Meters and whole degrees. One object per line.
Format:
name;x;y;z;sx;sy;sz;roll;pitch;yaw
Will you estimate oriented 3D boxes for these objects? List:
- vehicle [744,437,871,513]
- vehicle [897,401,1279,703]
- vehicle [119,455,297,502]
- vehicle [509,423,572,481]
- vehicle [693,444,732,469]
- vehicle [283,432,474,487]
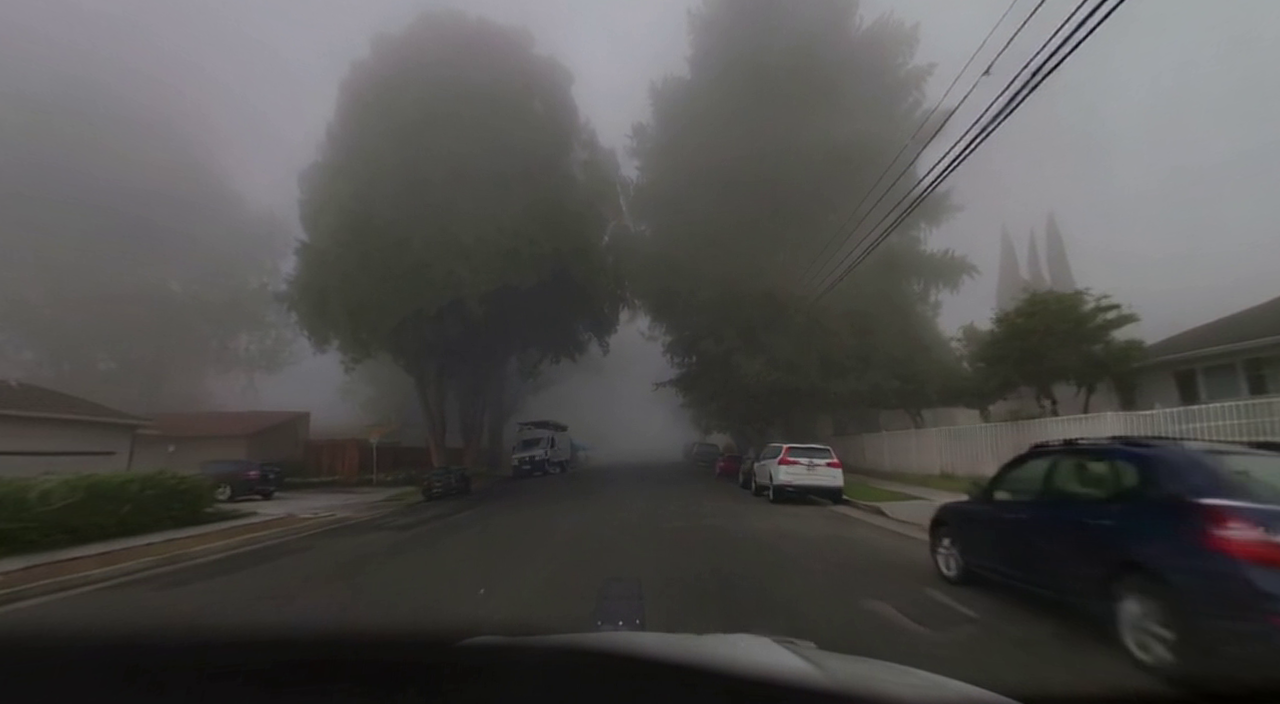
vehicle;3.826;2.882;15.384;1.970;1.530;4.899;0;-9;3
vehicle;3.569;1.246;4.525;1.903;1.500;4.057;0;-9;3
vehicle;-14.572;4.260;21.521;4.565;1.489;1.950;0;-9;-1
vehicle;-5.528;5.625;35.897;2.313;2.875;6.057;-4;-8;2
vehicle;4.806;6.981;42.323;2.016;1.544;4.645;0;-9;0
vehicle;-10.350;4.319;25.501;6.540;2.079;2.565;0;-9;2
